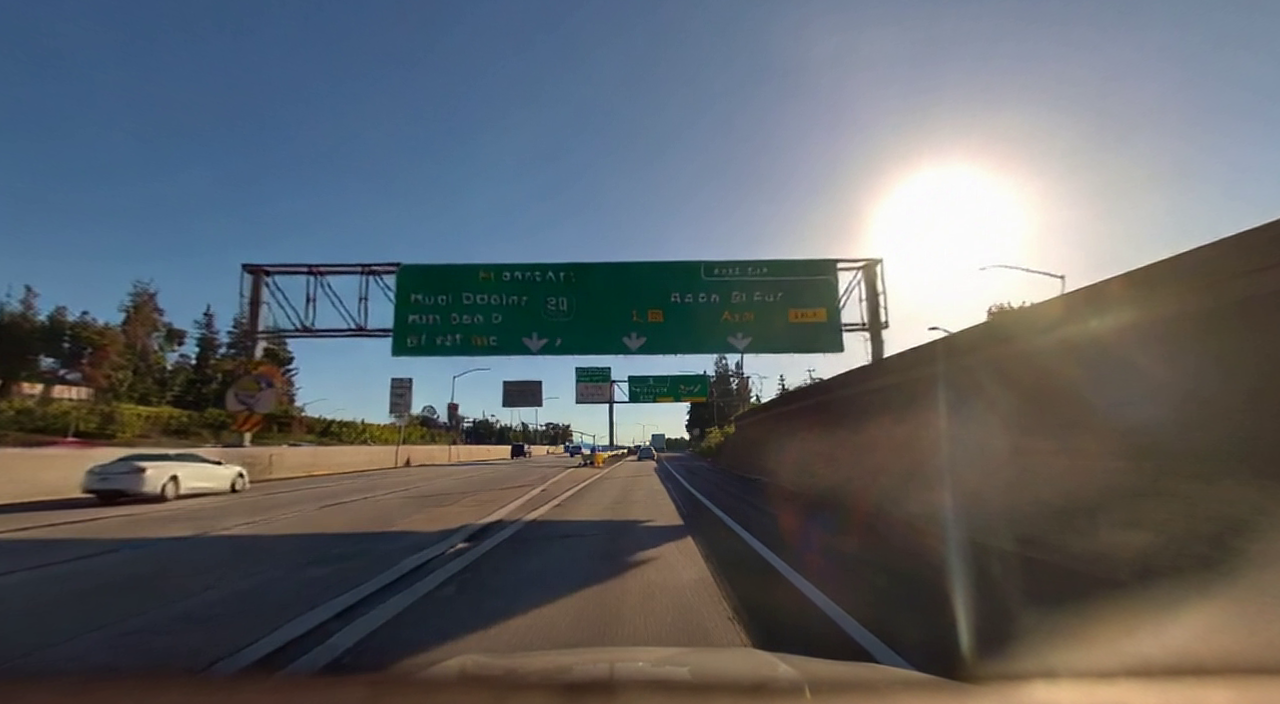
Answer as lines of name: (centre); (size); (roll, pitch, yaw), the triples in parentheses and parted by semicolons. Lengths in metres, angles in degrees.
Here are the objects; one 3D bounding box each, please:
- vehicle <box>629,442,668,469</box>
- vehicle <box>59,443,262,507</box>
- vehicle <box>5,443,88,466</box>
vehicle: (0.456, 6.018, 36.868); (2.137, 1.461, 3.999); (0, -8, -1)
vehicle: (-12.573, 3.205, 17.029); (1.946, 1.461, 4.602); (0, -8, -1)
vehicle: (-41.962, 7.209, 44.735); (1.780, 1.457, 4.568); (1, -8, -6)
